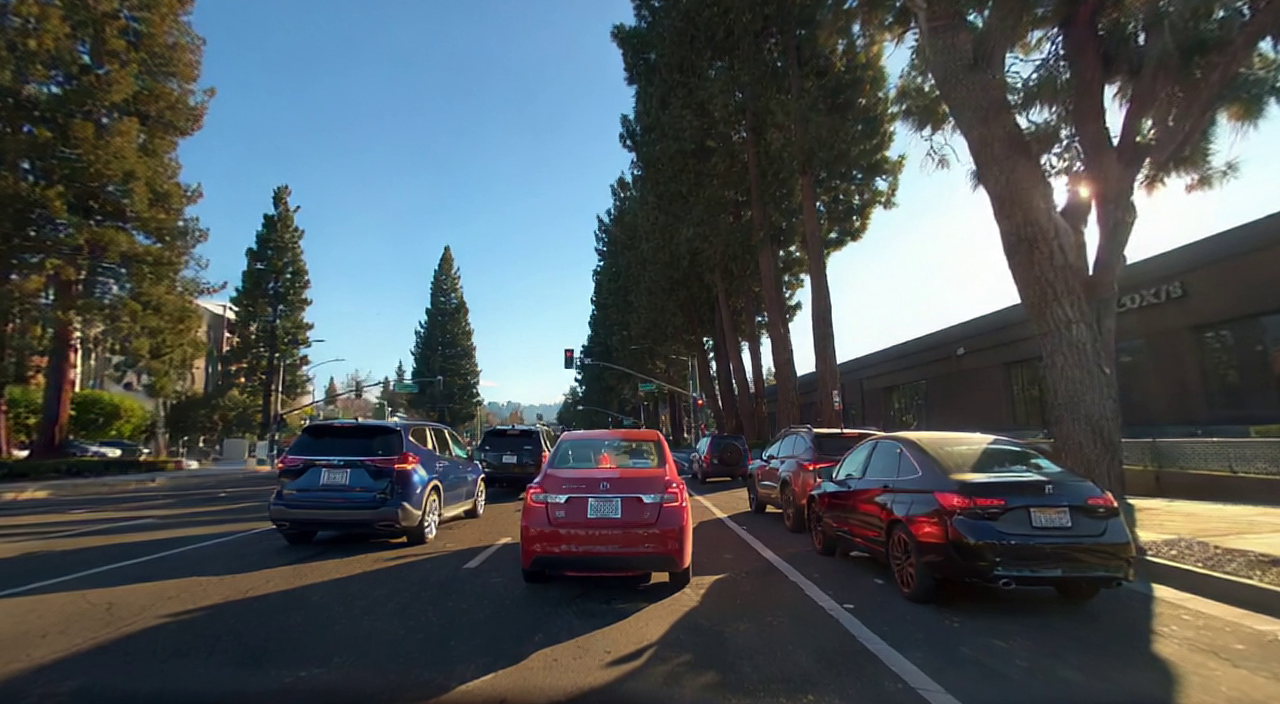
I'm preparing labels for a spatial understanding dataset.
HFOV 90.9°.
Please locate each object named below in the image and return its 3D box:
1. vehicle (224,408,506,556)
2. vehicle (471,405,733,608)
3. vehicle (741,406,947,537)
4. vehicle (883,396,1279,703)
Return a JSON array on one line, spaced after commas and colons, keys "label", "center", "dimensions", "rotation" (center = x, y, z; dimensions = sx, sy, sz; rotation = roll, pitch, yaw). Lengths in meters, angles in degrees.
[{"label": "vehicle", "center": [-3.759, 1.883, 9.882], "dimensions": [2.141, 1.718, 4.809], "rotation": [0, -8, 1]}, {"label": "vehicle", "center": [-0.357, 1.581, 7.420], "dimensions": [2.114, 1.631, 4.459], "rotation": [0, -8, -1]}, {"label": "vehicle", "center": [3.338, 2.077, 11.533], "dimensions": [2.117, 1.879, 4.715], "rotation": [0, -8, -1]}, {"label": "vehicle", "center": [3.240, 1.067, 3.373], "dimensions": [2.045, 1.459, 4.462], "rotation": [0, -8, -1]}]
